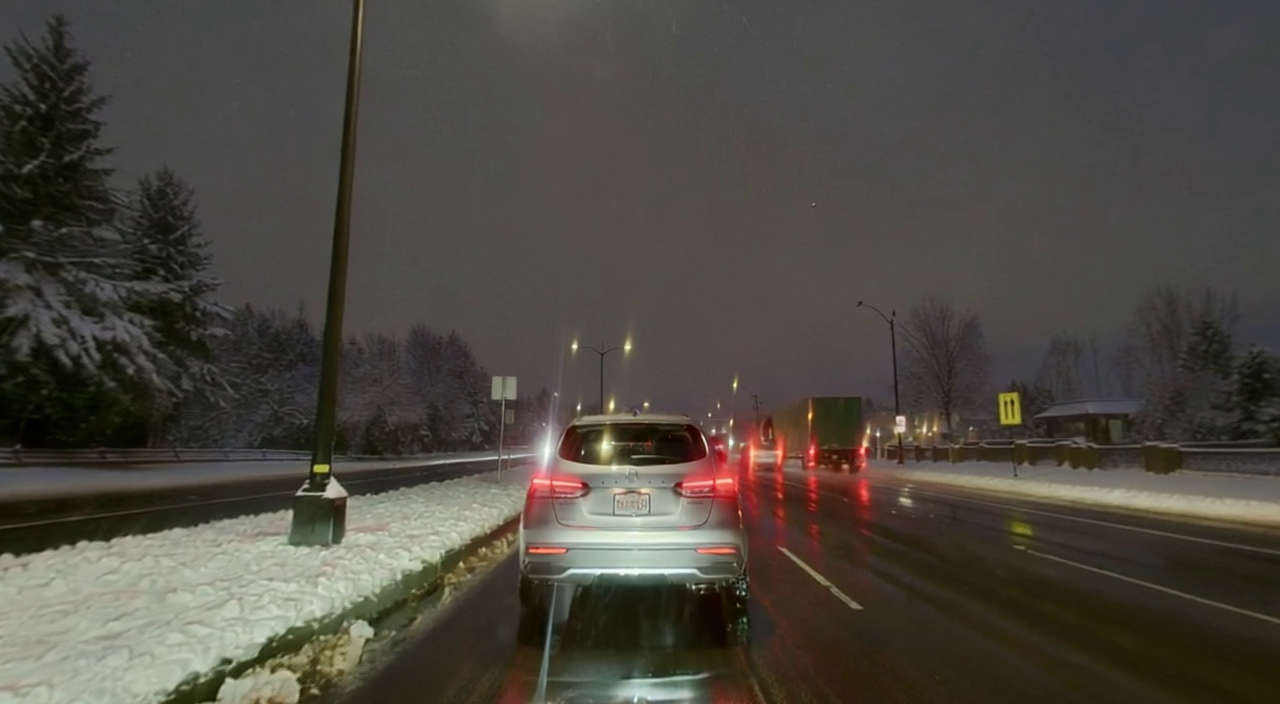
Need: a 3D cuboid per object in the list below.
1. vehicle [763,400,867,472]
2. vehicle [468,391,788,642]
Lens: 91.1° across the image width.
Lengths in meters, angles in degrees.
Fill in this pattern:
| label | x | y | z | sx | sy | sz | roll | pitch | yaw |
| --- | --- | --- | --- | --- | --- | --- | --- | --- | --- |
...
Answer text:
| label | x | y | z | sx | sy | sz | roll | pitch | yaw |
| --- | --- | --- | --- | --- | --- | --- | --- | --- | --- |
| vehicle | 10.846 | 5.519 | 40.612 | 3.025 | 3.993 | 11.243 | 0 | -8 | -2 |
| vehicle | -0.108 | 1.418 | 6.385 | 2.172 | 1.694 | 4.055 | 0 | -8 | -1 |
